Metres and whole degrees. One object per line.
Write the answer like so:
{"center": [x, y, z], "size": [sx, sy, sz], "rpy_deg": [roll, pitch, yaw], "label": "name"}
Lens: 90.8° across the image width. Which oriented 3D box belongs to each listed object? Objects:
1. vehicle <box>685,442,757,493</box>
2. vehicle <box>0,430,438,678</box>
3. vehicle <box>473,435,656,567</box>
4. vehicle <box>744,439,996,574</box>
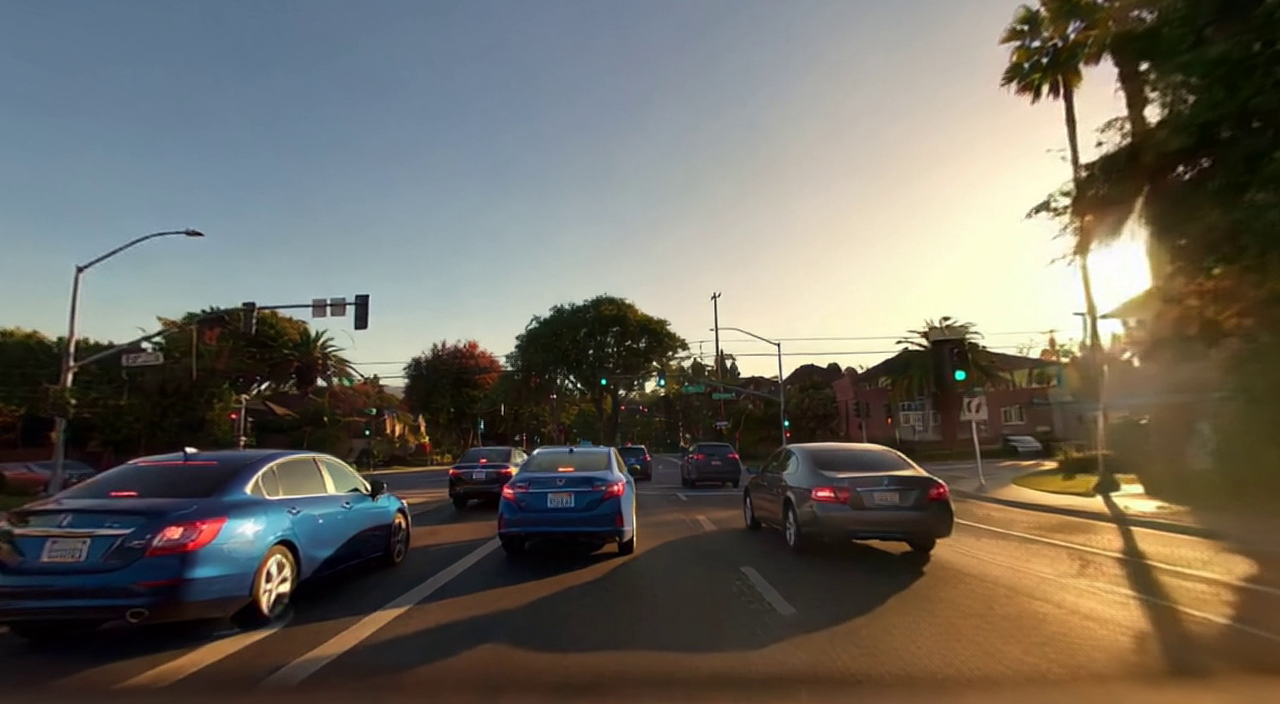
{"center": [2.758, 4.033, 22.407], "size": [1.956, 1.615, 4.205], "rpy_deg": [0, -8, -1], "label": "vehicle"}
{"center": [-3.699, 1.556, 6.107], "size": [2.058, 1.474, 4.473], "rpy_deg": [0, -8, -1], "label": "vehicle"}
{"center": [-0.911, 2.003, 9.253], "size": [2.104, 1.500, 3.815], "rpy_deg": [0, -8, -1], "label": "vehicle"}
{"center": [2.898, 2.029, 9.190], "size": [2.014, 1.464, 4.312], "rpy_deg": [0, -8, 0], "label": "vehicle"}
